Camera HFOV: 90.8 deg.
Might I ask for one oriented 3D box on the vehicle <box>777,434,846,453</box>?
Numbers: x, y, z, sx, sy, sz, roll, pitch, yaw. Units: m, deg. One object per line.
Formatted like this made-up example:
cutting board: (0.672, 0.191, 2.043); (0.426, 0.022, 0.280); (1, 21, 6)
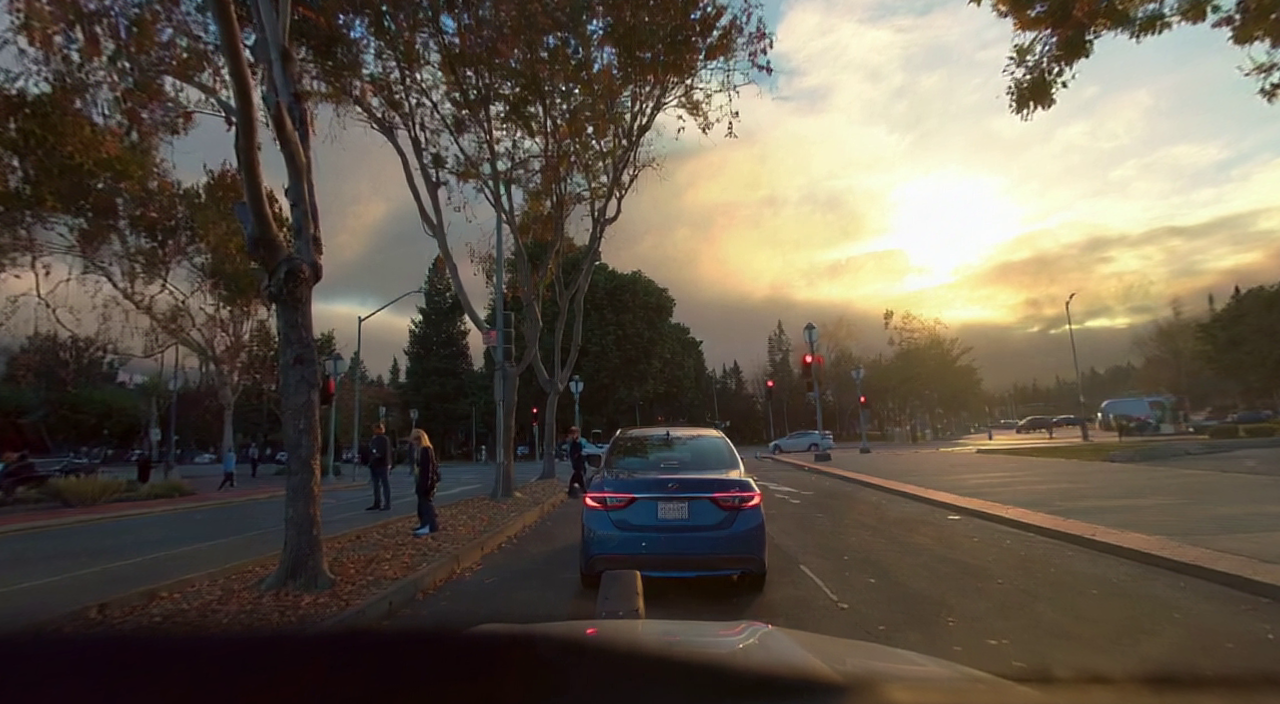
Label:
vehicle: (13.342, 7.138, 49.311); (4.830, 1.461, 1.883); (0, -8, 2)

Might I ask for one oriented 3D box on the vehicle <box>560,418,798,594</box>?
vehicle: (0.370, 1.610, 7.391); (2.035, 1.499, 3.799); (0, -8, 1)
